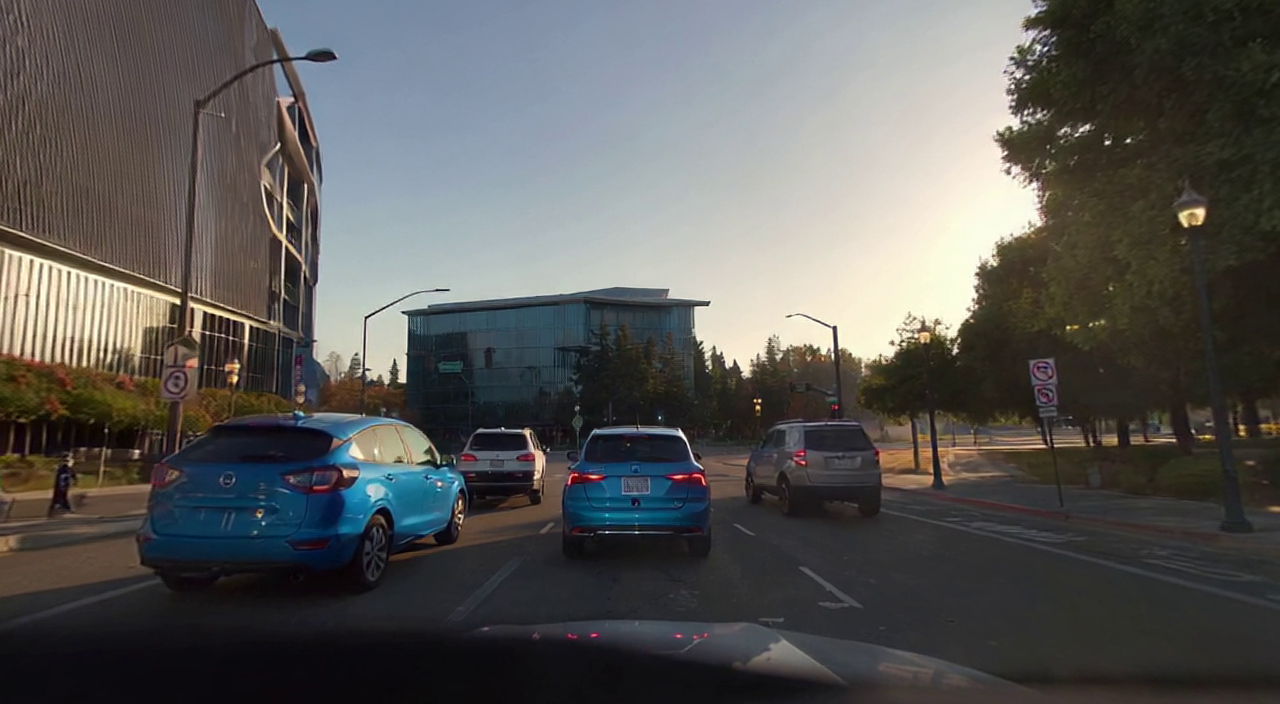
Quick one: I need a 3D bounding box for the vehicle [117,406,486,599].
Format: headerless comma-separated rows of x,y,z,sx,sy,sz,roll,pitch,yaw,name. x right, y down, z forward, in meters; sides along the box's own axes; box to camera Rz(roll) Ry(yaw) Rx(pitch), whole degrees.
-3.540,1.654,7.847,2.083,1.691,4.398,0,-8,1,vehicle

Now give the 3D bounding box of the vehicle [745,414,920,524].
3.618,2.307,12.960,2.026,1.819,4.579,0,-8,-1,vehicle

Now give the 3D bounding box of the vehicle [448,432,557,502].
-3.644,3.125,17.609,2.068,1.678,4.199,0,-8,0,vehicle

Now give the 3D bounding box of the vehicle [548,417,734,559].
-0.026,1.917,9.639,2.207,1.659,4.155,0,-8,-1,vehicle
